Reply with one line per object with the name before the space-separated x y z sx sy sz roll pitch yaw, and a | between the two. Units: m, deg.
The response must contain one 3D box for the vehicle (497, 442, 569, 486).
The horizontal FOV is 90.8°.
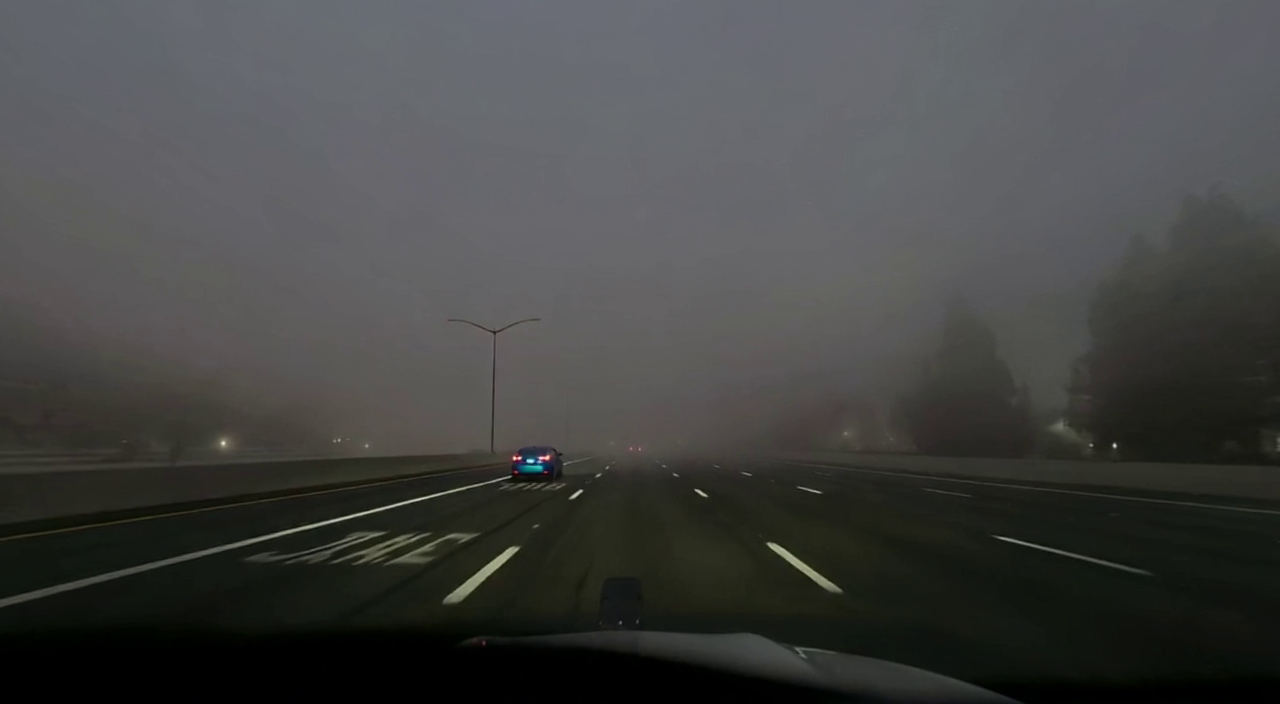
vehicle | -3.900 4.145 23.753 1.900 1.492 4.495 0 -9 0
